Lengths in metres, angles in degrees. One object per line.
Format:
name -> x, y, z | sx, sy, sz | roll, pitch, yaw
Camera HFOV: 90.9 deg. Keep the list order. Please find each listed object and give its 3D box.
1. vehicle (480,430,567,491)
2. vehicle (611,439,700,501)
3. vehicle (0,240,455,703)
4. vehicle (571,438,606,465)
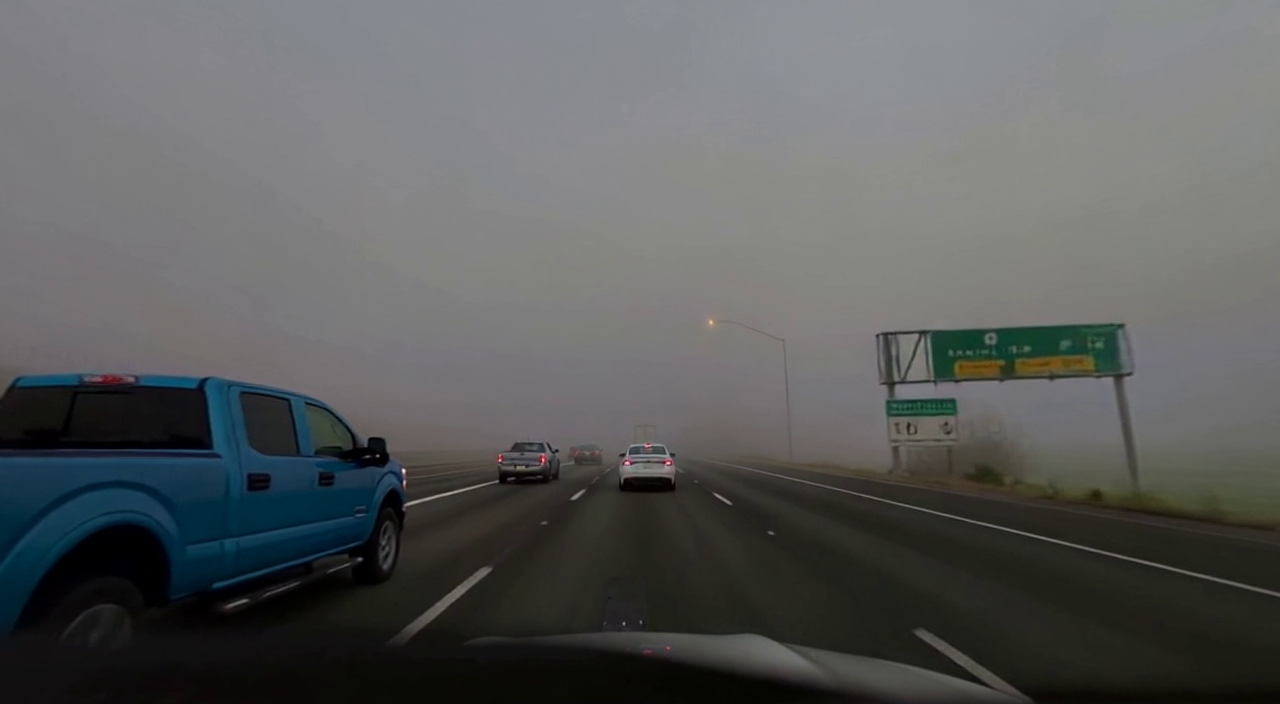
vehicle -> -3.570, 3.398, 20.123 | 1.903, 1.721, 4.210 | 0, -8, 1
vehicle -> 0.372, 3.047, 16.740 | 2.054, 1.421, 4.090 | 0, -8, 0
vehicle -> -3.390, 0.959, 4.422 | 2.269, 2.060, 5.933 | 0, -8, 1
vehicle -> -3.306, 6.508, 41.465 | 1.897, 1.646, 4.049 | 0, -8, 1
